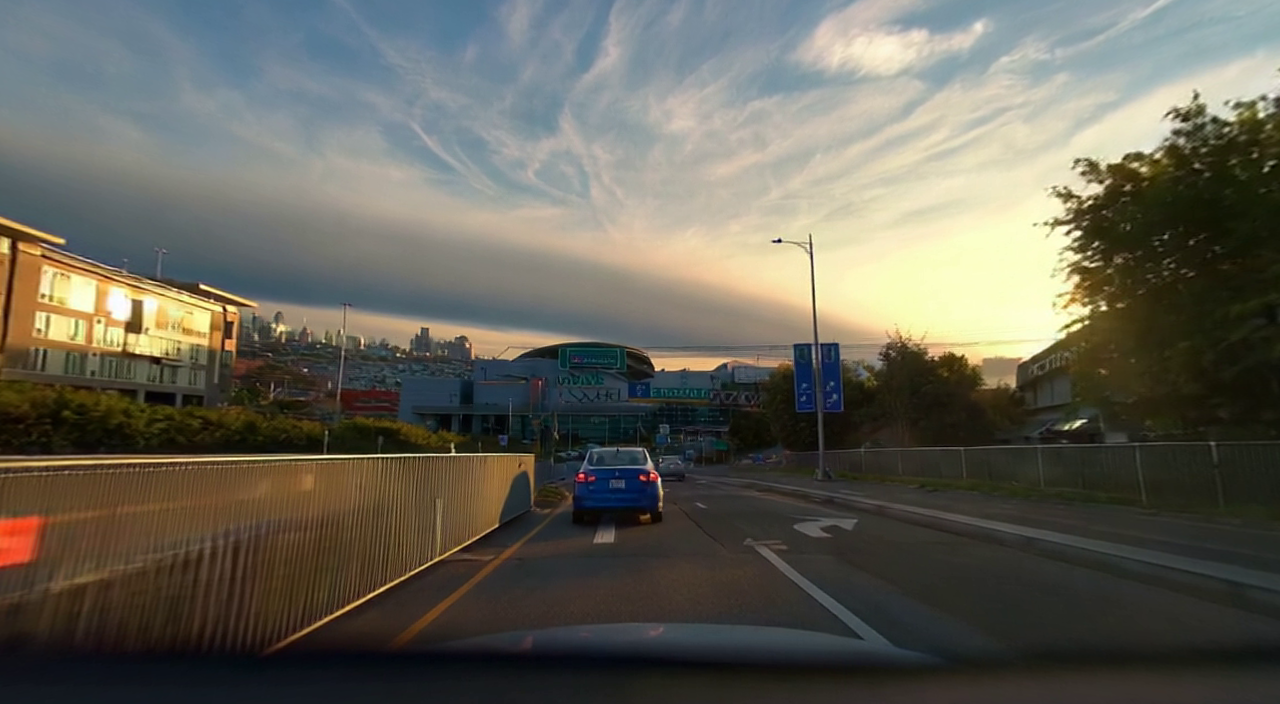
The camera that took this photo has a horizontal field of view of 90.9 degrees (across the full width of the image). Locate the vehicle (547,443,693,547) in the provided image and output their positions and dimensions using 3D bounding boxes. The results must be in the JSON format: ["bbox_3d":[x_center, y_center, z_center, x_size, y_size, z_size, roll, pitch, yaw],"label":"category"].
[{"bbox_3d":[-0.309,2.334,10.966,2.063,1.442,3.933,0,-9,-1],"label":"vehicle"}]
